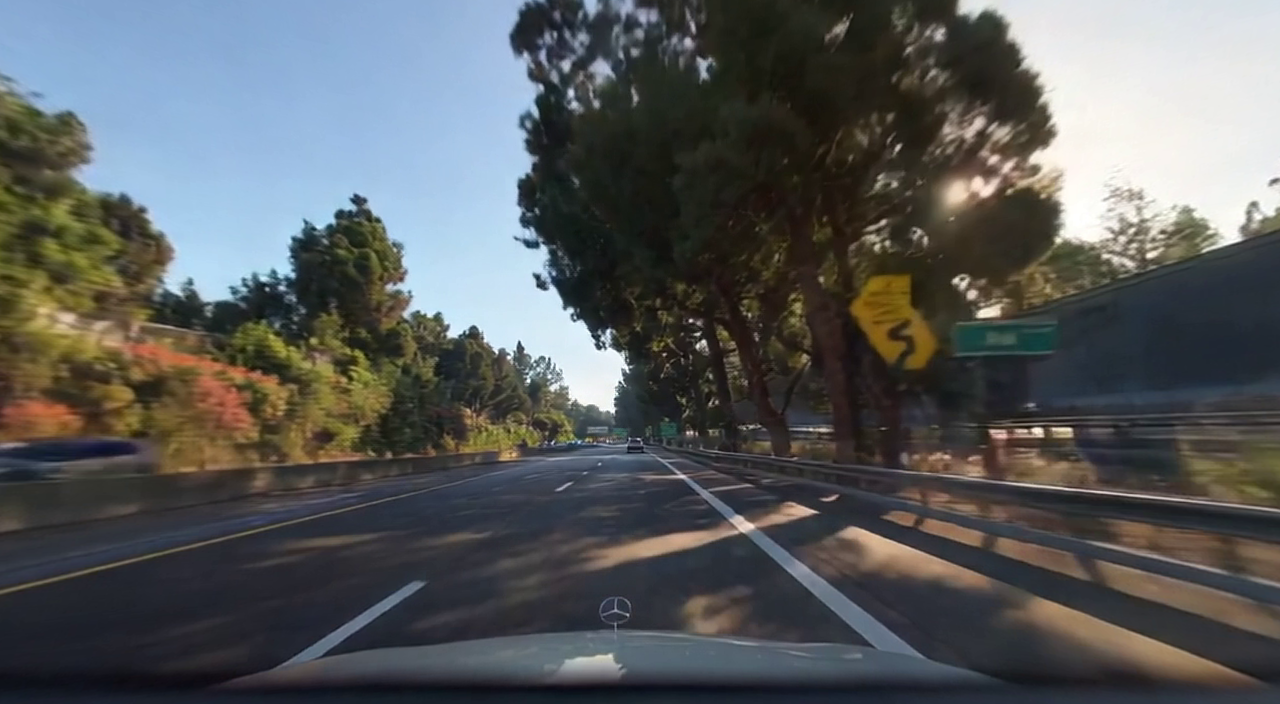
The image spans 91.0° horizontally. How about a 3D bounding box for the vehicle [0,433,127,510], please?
[{"bbox_3d":[-13.323,2.441,13.040,2.049,1.467,3.924,0,-8,0],"label":"vehicle"}]
